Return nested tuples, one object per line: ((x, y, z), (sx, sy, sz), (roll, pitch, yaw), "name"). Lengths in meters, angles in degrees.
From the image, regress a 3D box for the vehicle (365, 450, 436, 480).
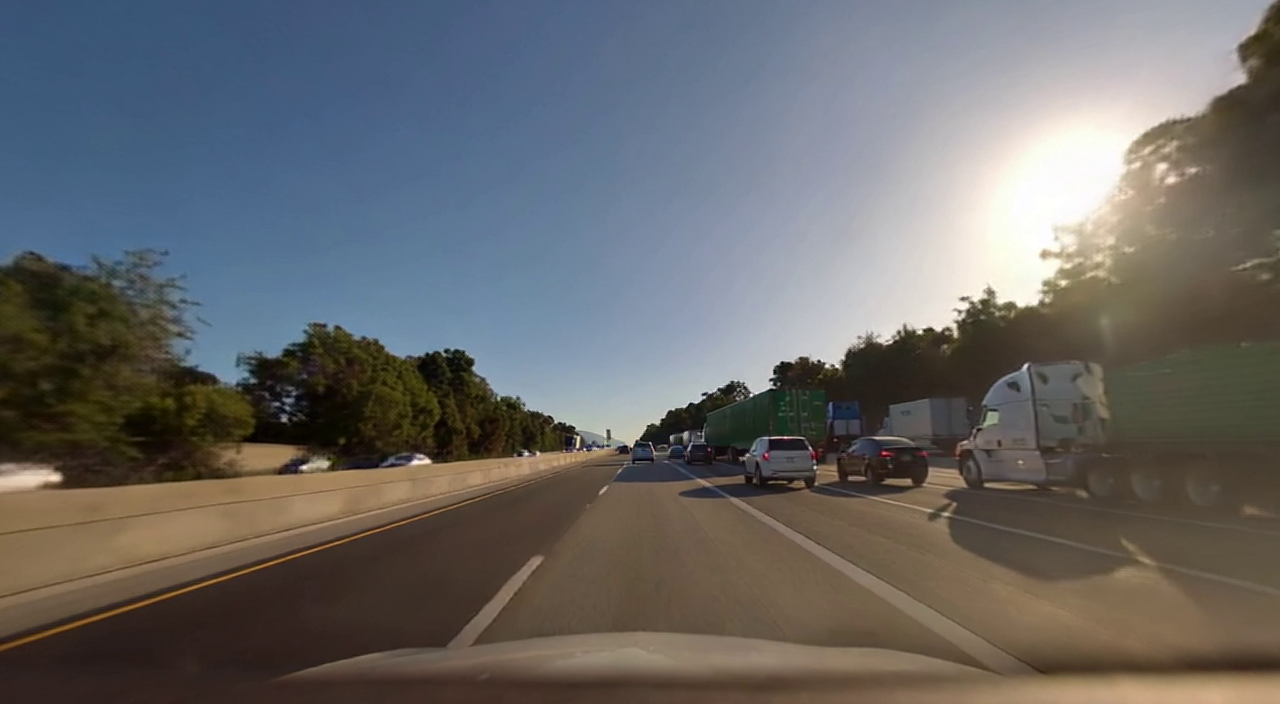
((-13.056, 6.170, 34.521), (1.920, 1.481, 4.706), (0, -8, 2), "vehicle")

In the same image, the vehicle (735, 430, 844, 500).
((4.005, 3.087, 17.595), (1.972, 1.693, 4.139), (0, -8, -1), "vehicle")

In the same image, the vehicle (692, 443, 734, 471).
((4.074, 5.941, 35.750), (1.888, 1.501, 4.608), (0, -8, 0), "vehicle")

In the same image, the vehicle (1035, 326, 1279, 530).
((11.616, 1.364, 11.066), (2.786, 3.226, 9.750), (0, -8, -1), "vehicle")

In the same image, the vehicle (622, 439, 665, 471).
((0.225, 5.933, 36.326), (2.313, 1.736, 4.215), (0, -8, 1), "vehicle")

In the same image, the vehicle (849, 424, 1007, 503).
((7.535, 2.948, 17.073), (1.985, 1.835, 4.681), (0, -8, -1), "vehicle")

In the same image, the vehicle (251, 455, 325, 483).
((-21.073, 7.009, 37.825), (1.846, 1.475, 4.384), (0, -8, 1), "vehicle")
